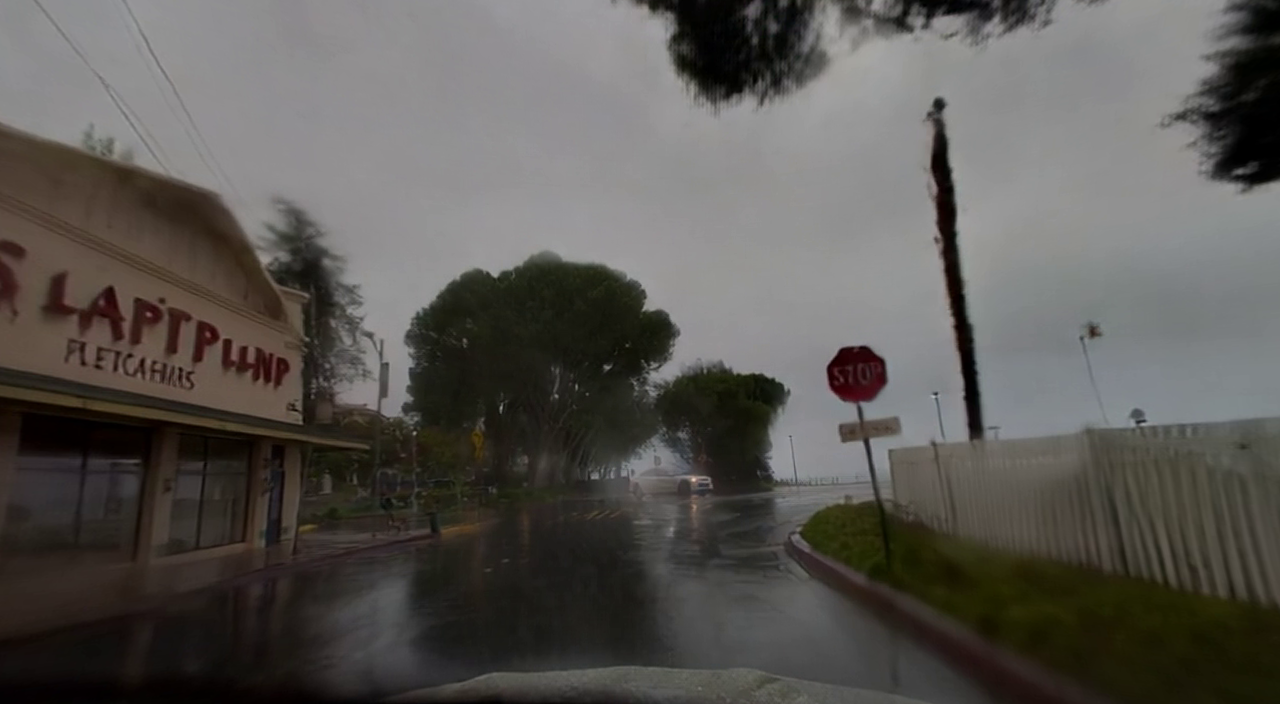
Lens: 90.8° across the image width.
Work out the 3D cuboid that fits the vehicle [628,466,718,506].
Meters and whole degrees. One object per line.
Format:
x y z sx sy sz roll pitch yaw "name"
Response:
1.317 5.942 28.456 2.112 1.479 5.323 3 -9 -20 "vehicle"
